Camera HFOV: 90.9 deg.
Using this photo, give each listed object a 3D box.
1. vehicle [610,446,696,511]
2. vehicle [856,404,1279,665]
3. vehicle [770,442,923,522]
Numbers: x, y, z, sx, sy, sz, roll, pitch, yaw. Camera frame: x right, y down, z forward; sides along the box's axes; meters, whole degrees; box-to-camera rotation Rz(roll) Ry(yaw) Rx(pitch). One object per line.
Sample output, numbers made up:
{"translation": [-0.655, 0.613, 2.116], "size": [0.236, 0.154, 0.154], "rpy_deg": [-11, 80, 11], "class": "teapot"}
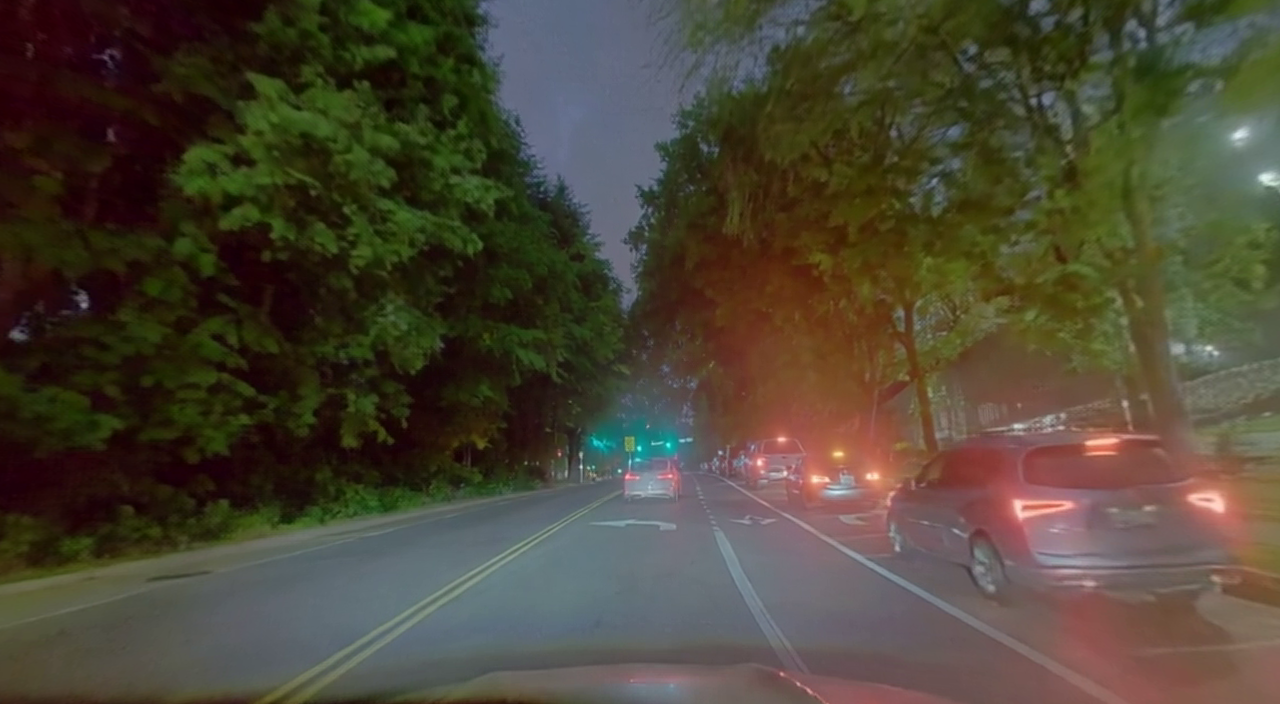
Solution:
{"translation": [0.386, 3.379, 17.374], "size": [2.078, 1.521, 4.058], "rpy_deg": [0, -8, 2], "class": "vehicle"}
{"translation": [3.972, 1.486, 6.345], "size": [1.957, 1.629, 4.609], "rpy_deg": [0, -8, 0], "class": "vehicle"}
{"translation": [4.348, 2.770, 14.196], "size": [1.992, 1.469, 4.823], "rpy_deg": [0, -8, 2], "class": "vehicle"}
